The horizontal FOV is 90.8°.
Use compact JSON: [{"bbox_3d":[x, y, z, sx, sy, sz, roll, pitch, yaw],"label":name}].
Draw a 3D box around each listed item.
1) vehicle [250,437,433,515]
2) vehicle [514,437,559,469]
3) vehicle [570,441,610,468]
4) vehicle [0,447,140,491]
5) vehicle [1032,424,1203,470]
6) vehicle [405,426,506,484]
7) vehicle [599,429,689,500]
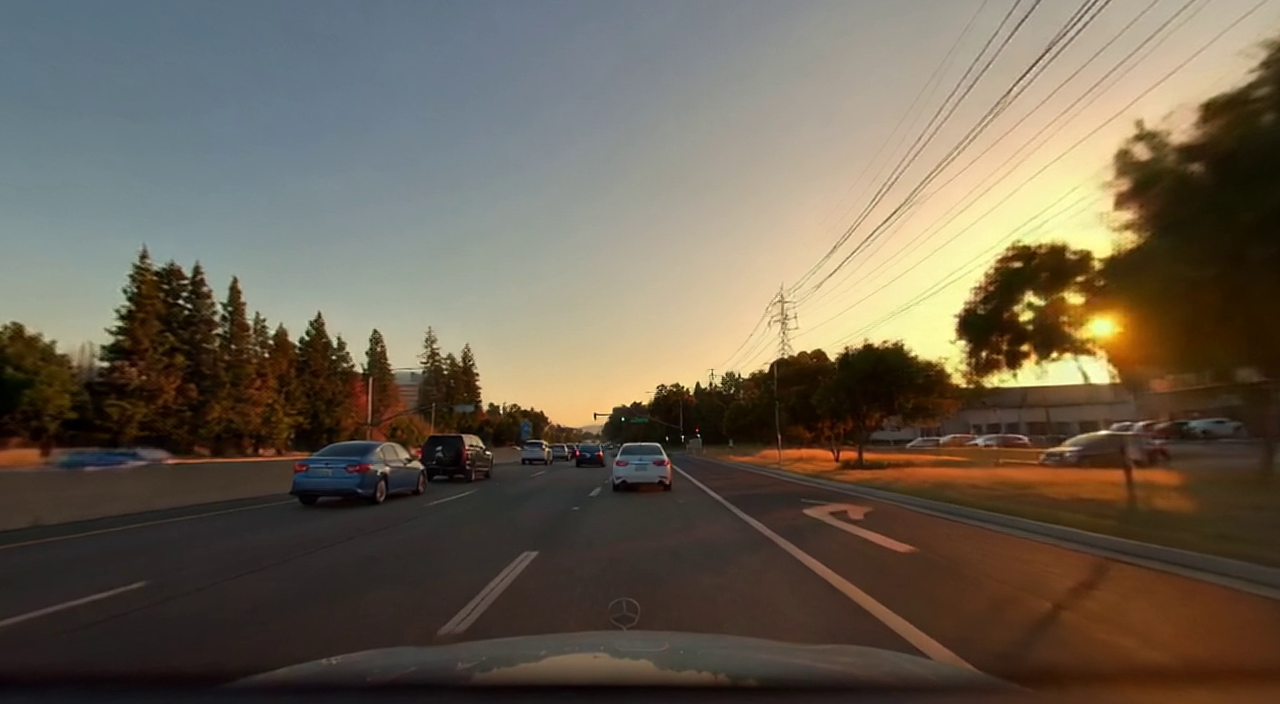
[{"bbox_3d":[-6.492,2.726,14.460,1.900,1.483,4.547,0,-8,1],"label":"vehicle"},{"bbox_3d":[-6.129,6.045,37.911,1.914,1.756,4.179,0,-8,1],"label":"vehicle"},{"bbox_3d":[-3.002,6.244,38.667,2.055,1.510,3.961,0,-8,1],"label":"vehicle"},{"bbox_3d":[-24.485,4.985,27.276,2.112,1.706,4.432,0,-8,1],"label":"vehicle"},{"bbox_3d":[17.586,3.525,23.458,4.659,1.572,2.019,0,-8,0],"label":"vehicle"},{"bbox_3d":[-6.658,3.774,23.480,2.144,1.905,4.967,0,-8,1],"label":"vehicle"},{"bbox_3d":[0.092,2.990,17.146,2.140,1.653,4.108,0,-8,0],"label":"vehicle"}]
